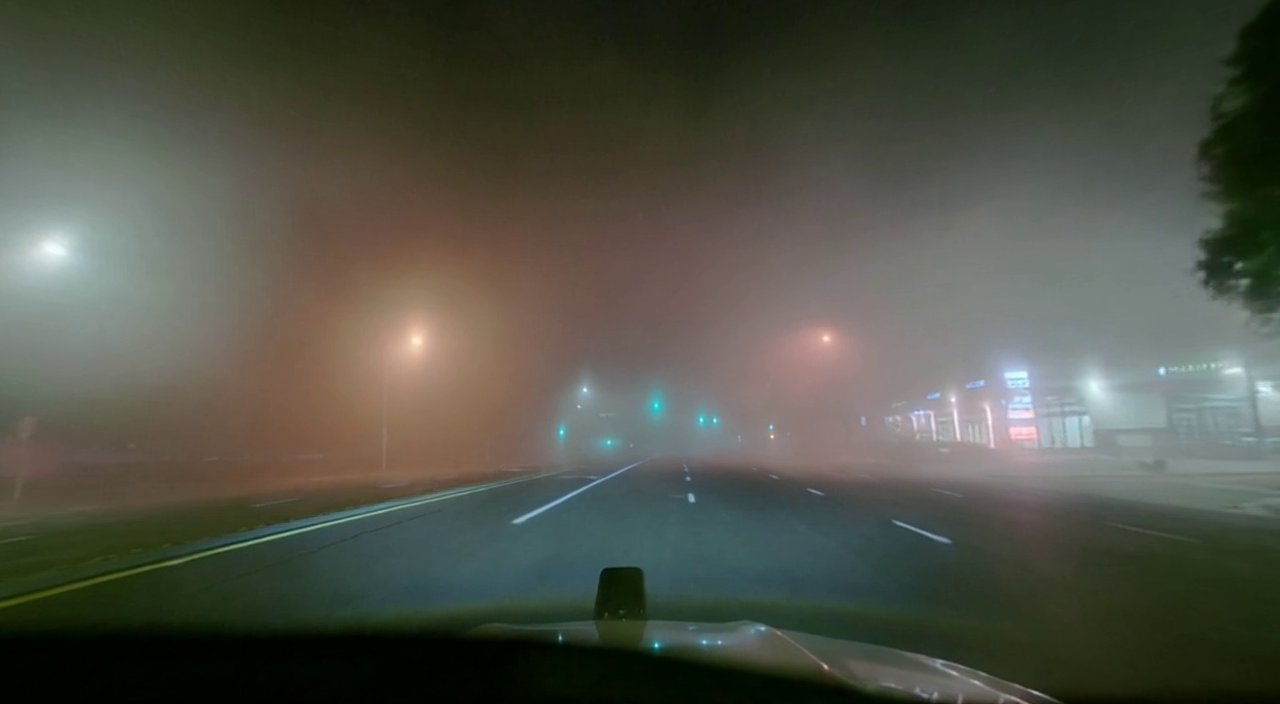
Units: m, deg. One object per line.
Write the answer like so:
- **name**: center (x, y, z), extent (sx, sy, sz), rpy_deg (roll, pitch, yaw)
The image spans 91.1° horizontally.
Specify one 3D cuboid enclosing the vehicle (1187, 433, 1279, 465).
- **vehicle**: center (27.917, 4.337, 28.316), extent (4.440, 1.378, 1.936), rpy_deg (-1, -7, 6)
